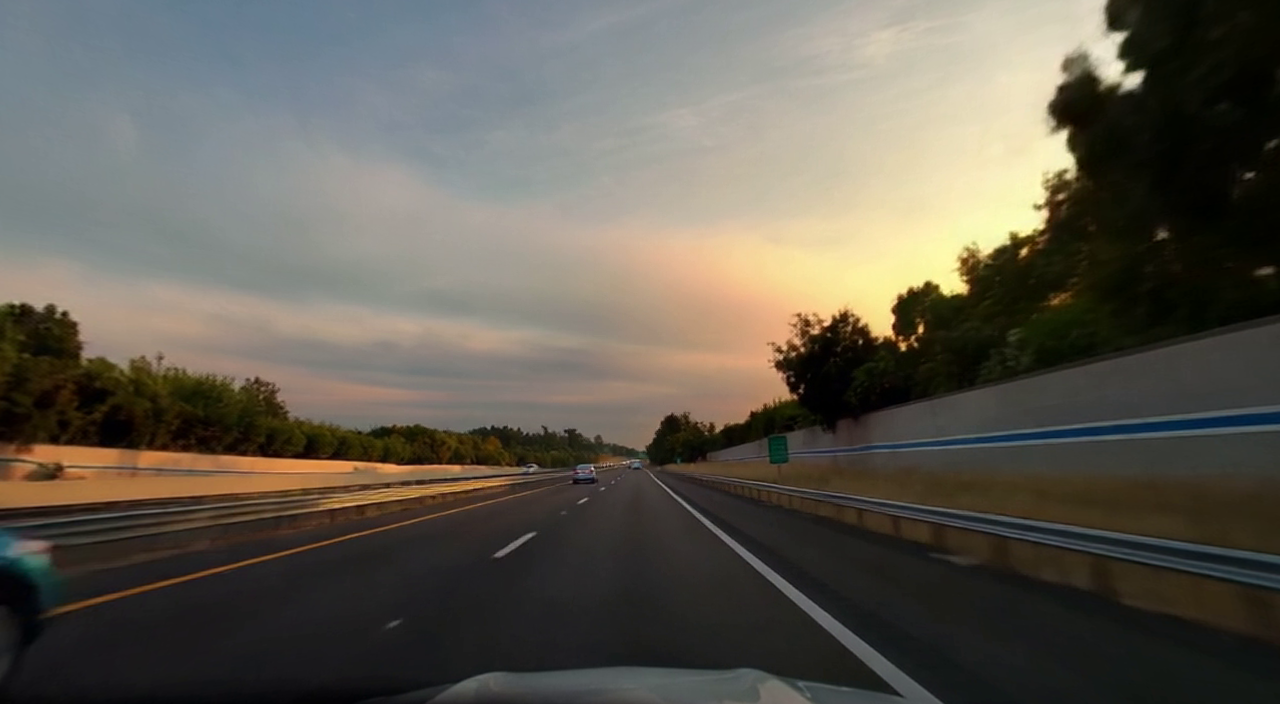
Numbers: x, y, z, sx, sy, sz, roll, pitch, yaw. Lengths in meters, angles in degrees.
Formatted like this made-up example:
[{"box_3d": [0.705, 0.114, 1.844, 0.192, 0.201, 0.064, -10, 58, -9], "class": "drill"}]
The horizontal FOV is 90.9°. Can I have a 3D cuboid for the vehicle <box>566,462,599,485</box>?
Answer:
[{"box_3d": [-4.053, 8.657, 44.834, 1.985, 1.515, 3.839, 1, -11, 0], "class": "vehicle"}]
